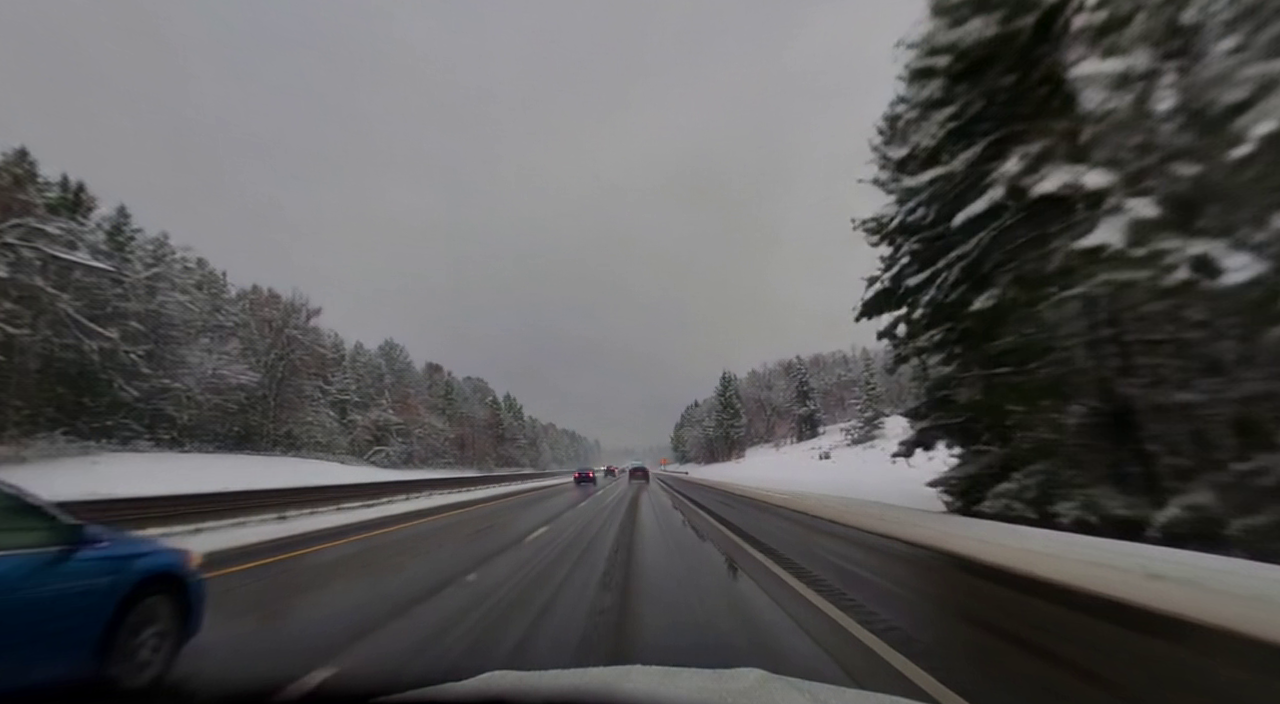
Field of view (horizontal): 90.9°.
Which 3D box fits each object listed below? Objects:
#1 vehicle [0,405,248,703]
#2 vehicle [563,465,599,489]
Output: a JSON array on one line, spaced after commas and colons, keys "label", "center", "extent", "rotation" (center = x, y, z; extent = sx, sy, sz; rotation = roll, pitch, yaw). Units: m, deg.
[{"label": "vehicle", "center": [-3.695, 0.874, 2.041], "extent": [2.047, 1.523, 4.279], "rotation": [1, -11, 0]}, {"label": "vehicle", "center": [-3.972, 8.524, 43.179], "extent": [2.109, 1.532, 4.234], "rotation": [1, -11, -1]}]
